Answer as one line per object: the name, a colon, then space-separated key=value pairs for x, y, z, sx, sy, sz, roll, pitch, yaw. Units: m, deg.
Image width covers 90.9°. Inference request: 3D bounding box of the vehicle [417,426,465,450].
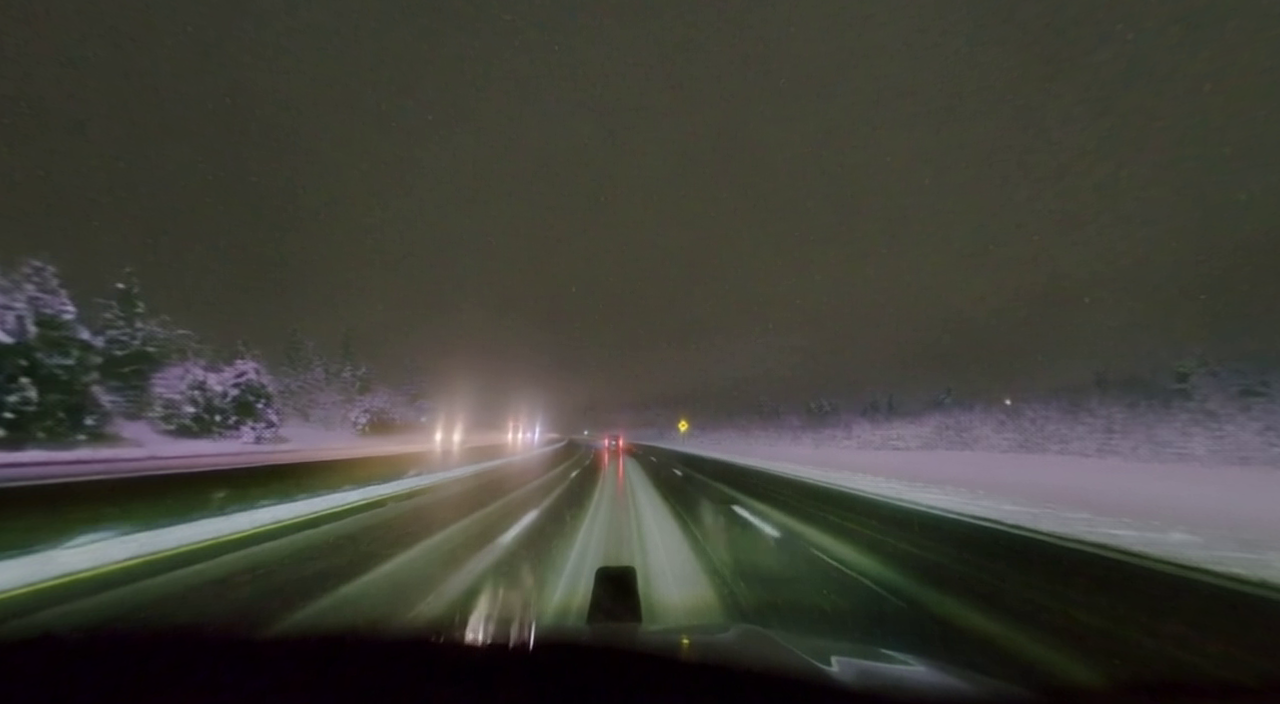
vehicle: x=-14.023 y=6.108 z=44.706 sx=2.117 sy=1.595 sz=4.463 roll=0 pitch=-8 yaw=-3
